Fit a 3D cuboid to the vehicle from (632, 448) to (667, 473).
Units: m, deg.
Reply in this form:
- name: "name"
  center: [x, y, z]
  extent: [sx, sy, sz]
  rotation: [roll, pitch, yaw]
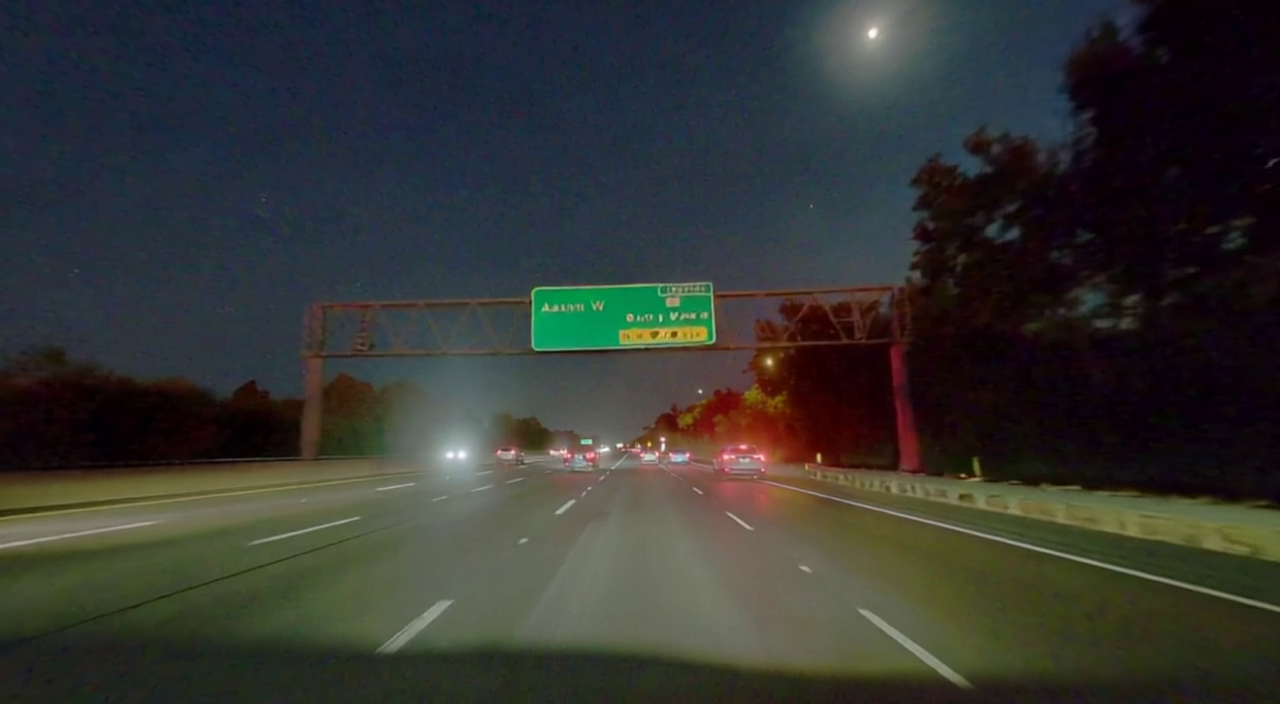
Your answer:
- name: "vehicle"
  center: [0.604, 6.975, 40.789]
  extent: [2.126, 1.529, 4.438]
  rotation: [0, -9, 1]

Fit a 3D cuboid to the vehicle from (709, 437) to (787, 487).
- name: "vehicle"
  center: [4.127, 4.314, 25.020]
  extent: [2.218, 1.776, 4.807]
  rotation: [0, -9, 0]

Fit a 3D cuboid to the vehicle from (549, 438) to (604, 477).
- name: "vehicle"
  center: [-3.343, 5.696, 34.255]
  extent: [2.449, 1.929, 5.503]
  rotation: [0, -9, -1]
